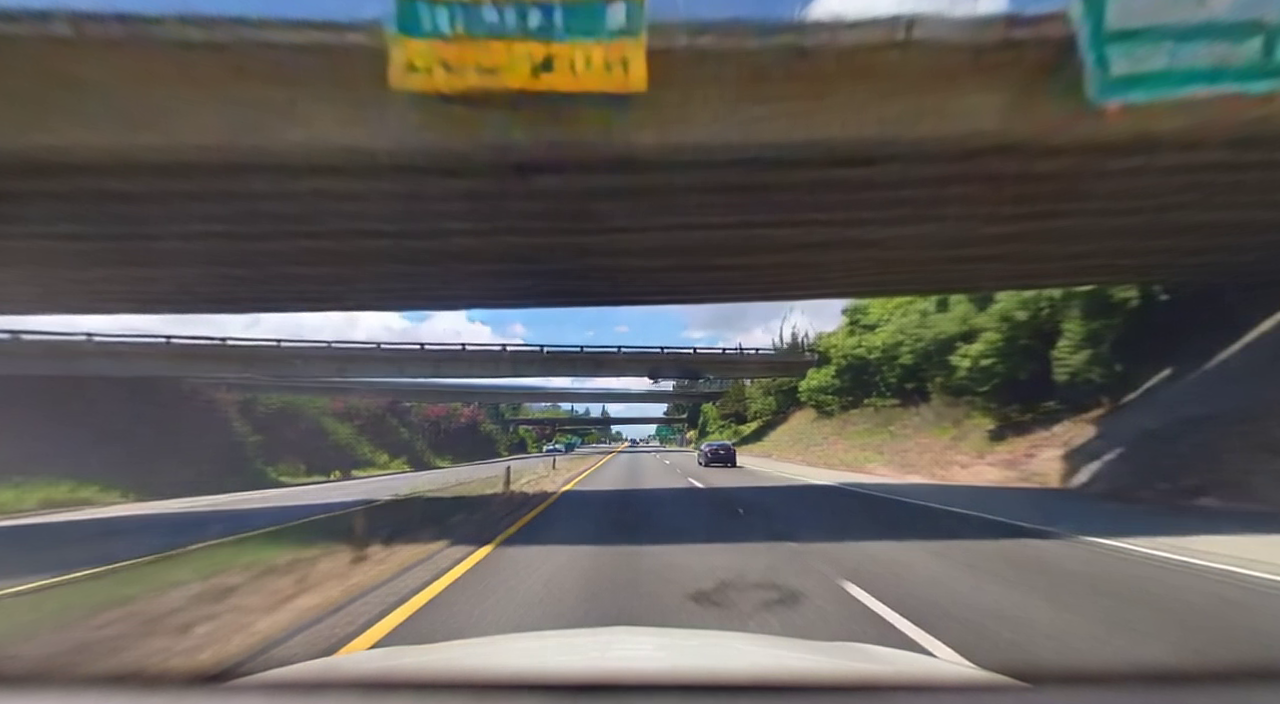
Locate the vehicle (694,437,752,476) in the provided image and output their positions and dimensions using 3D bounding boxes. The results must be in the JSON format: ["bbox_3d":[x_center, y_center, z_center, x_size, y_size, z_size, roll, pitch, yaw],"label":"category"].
[{"bbox_3d":[3.322,4.250,25.879,1.781,1.470,3.540,0,-8,-2],"label":"vehicle"}]
